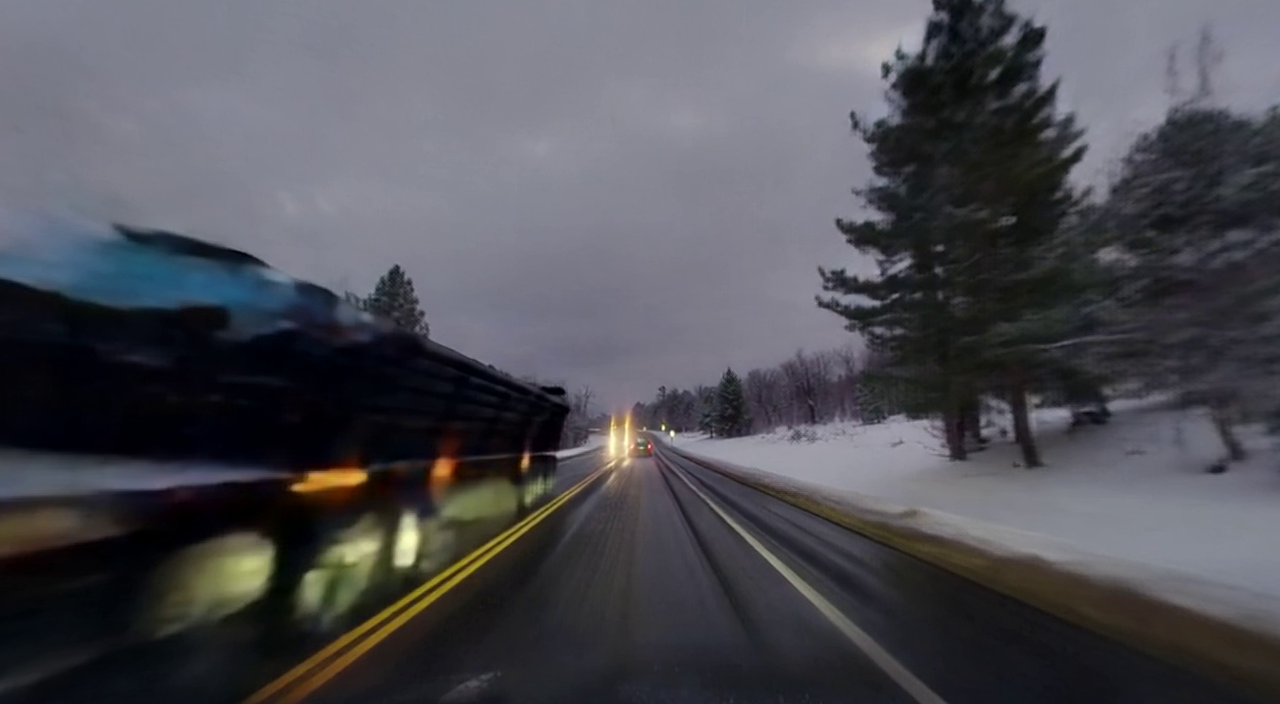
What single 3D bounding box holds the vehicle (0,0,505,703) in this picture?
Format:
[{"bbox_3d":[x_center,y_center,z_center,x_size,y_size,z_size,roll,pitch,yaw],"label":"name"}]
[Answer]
[{"bbox_3d":[-4.050,0.386,6.298,2.844,3.959,11.140,0,-8,1],"label":"vehicle"}]
